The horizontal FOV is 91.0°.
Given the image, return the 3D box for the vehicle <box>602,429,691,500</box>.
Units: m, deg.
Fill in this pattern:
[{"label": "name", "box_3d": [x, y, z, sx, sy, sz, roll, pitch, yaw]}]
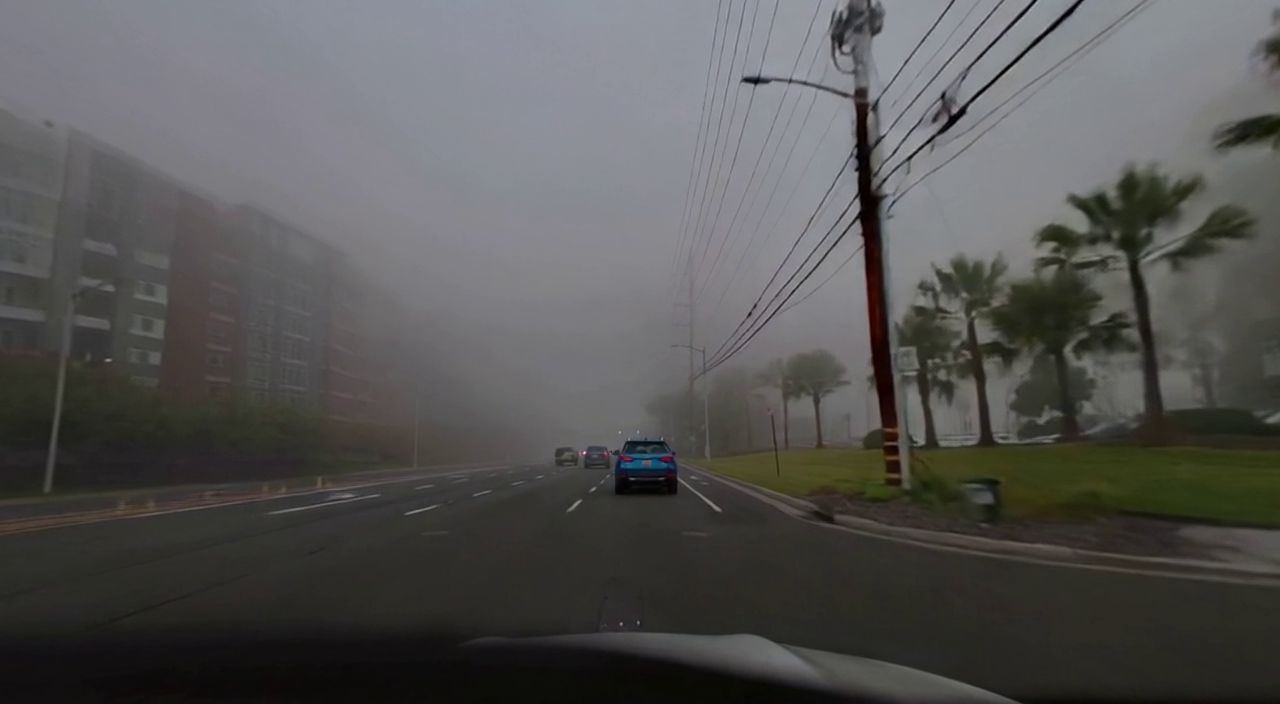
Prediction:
[{"label": "vehicle", "box_3d": [0.142, 3.095, 17.682, 2.198, 1.706, 4.166, 0, -9, -1]}]
